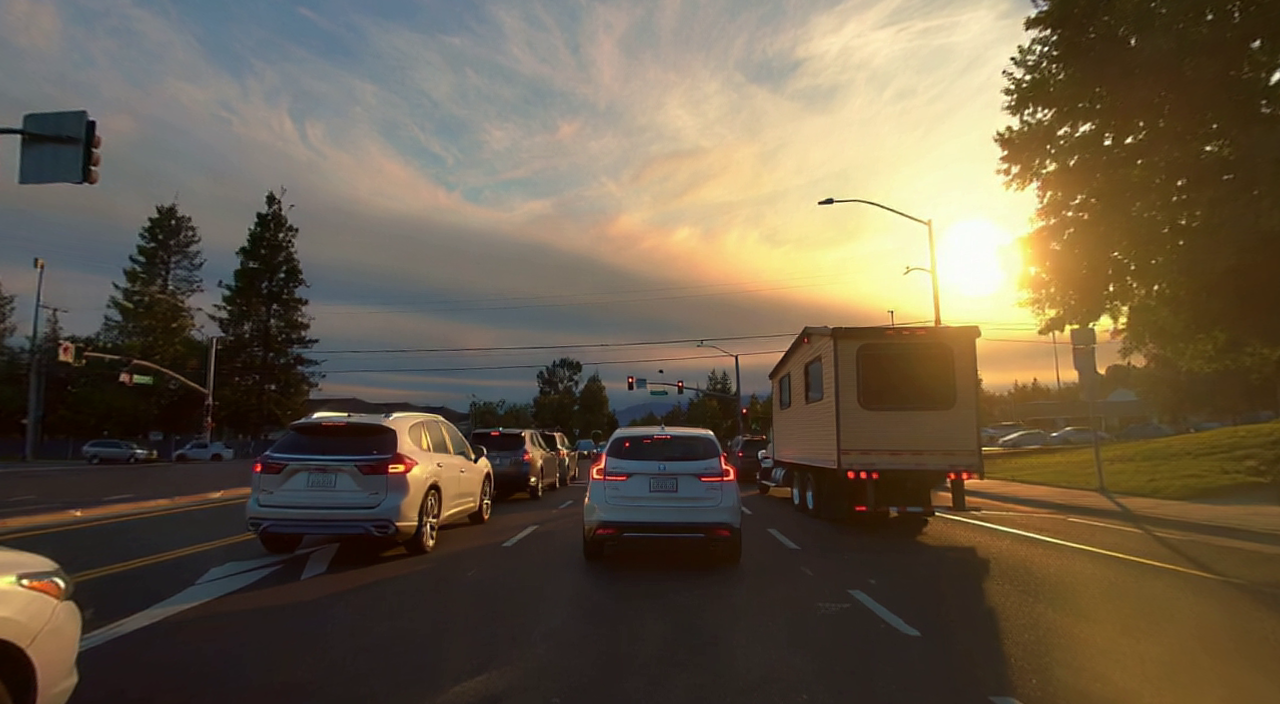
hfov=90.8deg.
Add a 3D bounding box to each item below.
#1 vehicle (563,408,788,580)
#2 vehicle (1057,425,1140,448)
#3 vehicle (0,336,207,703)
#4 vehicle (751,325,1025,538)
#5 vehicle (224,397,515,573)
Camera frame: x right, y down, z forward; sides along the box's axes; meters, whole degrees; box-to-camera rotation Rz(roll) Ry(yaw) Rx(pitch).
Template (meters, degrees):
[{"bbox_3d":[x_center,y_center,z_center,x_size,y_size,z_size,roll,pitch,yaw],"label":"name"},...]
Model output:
[{"bbox_3d":[0.353,1.698,8.318,2.189,1.649,4.171,0,-9,0],"label":"vehicle"},{"bbox_3d":[33.164,6.151,45.881,4.671,1.595,1.824,-5,-10,31],"label":"vehicle"},{"bbox_3d":[-3.431,0.673,1.475,1.952,1.730,4.116,0,-9,-1],"label":"vehicle"},{"bbox_3d":[3.681,1.417,11.020,2.531,2.750,5.595,0,-8,1],"label":"vehicle"},{"bbox_3d":[-3.268,1.717,8.852,2.085,1.812,4.388,0,-9,0],"label":"vehicle"}]
